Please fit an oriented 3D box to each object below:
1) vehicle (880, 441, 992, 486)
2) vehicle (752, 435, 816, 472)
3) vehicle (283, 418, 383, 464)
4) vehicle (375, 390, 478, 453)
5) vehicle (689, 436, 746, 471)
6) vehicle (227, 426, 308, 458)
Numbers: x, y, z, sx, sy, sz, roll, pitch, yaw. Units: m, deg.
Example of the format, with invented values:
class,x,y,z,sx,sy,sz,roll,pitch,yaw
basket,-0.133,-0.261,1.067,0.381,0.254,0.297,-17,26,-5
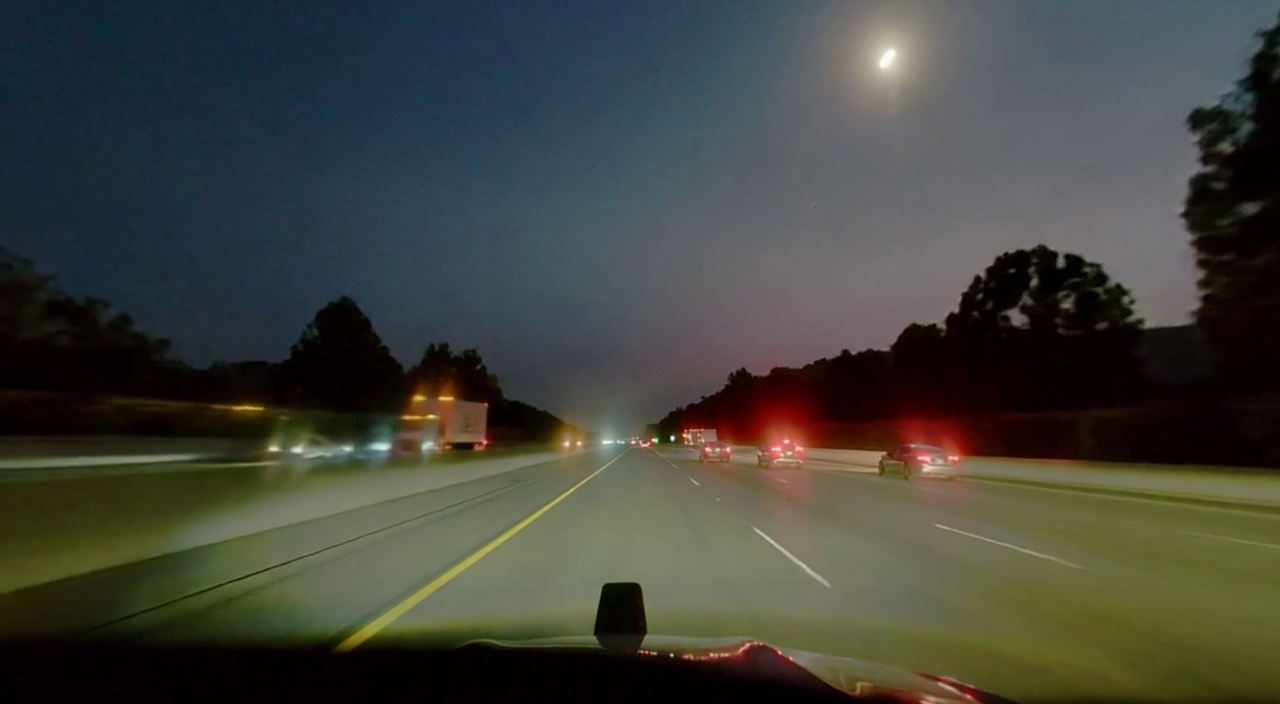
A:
class,x,y,z,sx,sy,sz,roll,pitch,yaw
vehicle,10.728,4.046,23.313,1.970,1.479,4.480,0,-8,0
vehicle,7.280,5.183,32.388,2.178,1.749,4.570,0,-8,-1
vehicle,-10.451,3.090,21.755,1.617,1.442,3.488,0,-8,1
vehicle,-13.765,4.844,42.047,3.009,3.639,10.635,0,-9,1
vehicle,3.813,5.102,31.923,2.326,1.644,4.206,0,-8,-1
vehicle,-17.251,4.228,29.409,1.551,1.393,3.450,0,-9,2
